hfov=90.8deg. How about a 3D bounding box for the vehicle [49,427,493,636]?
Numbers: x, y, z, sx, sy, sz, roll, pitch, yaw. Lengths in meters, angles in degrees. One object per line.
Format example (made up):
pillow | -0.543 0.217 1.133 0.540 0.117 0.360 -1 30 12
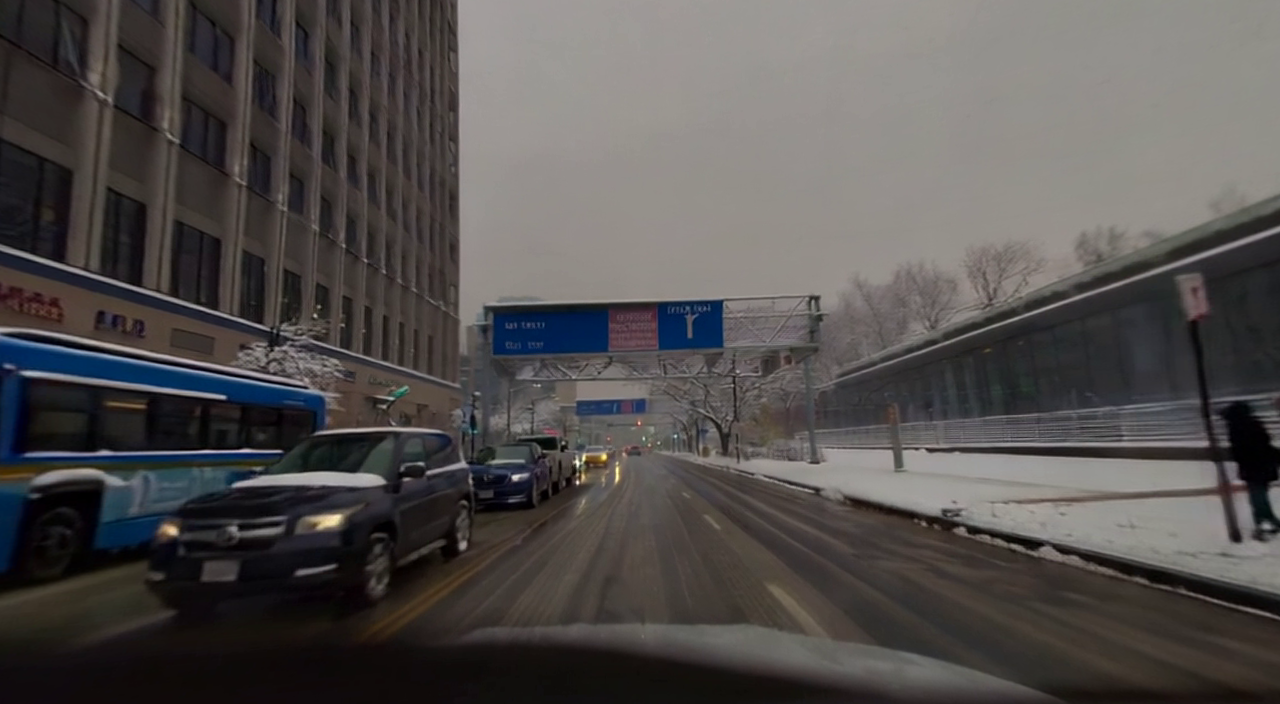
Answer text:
vehicle | -3.499 1.783 7.460 2.266 1.621 4.783 -1 -8 1

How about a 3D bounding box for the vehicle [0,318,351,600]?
vehicle | -9.372 2.035 11.632 3.233 3.399 10.283 -8 -8 -1
